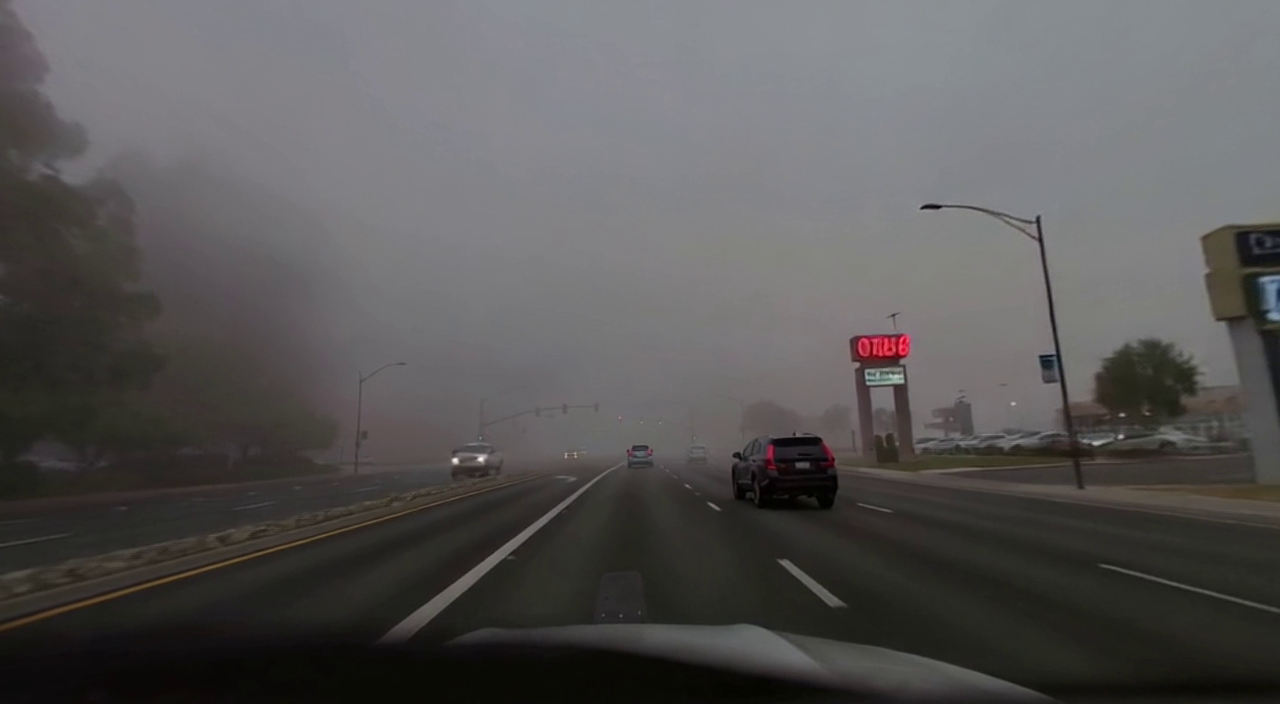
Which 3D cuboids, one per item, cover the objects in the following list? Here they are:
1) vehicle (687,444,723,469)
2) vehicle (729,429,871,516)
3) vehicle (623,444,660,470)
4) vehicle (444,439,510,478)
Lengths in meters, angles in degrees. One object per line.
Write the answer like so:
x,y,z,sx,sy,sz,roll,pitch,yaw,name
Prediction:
4.135,6.684,40.673,1.889,1.473,4.303,0,-8,0,vehicle
3.377,2.640,14.332,2.022,1.643,4.326,0,-8,-1,vehicle
0.082,6.387,38.722,2.135,1.468,4.076,0,-8,0,vehicle
-8.455,5.538,33.254,2.142,1.872,4.689,0,-8,1,vehicle
